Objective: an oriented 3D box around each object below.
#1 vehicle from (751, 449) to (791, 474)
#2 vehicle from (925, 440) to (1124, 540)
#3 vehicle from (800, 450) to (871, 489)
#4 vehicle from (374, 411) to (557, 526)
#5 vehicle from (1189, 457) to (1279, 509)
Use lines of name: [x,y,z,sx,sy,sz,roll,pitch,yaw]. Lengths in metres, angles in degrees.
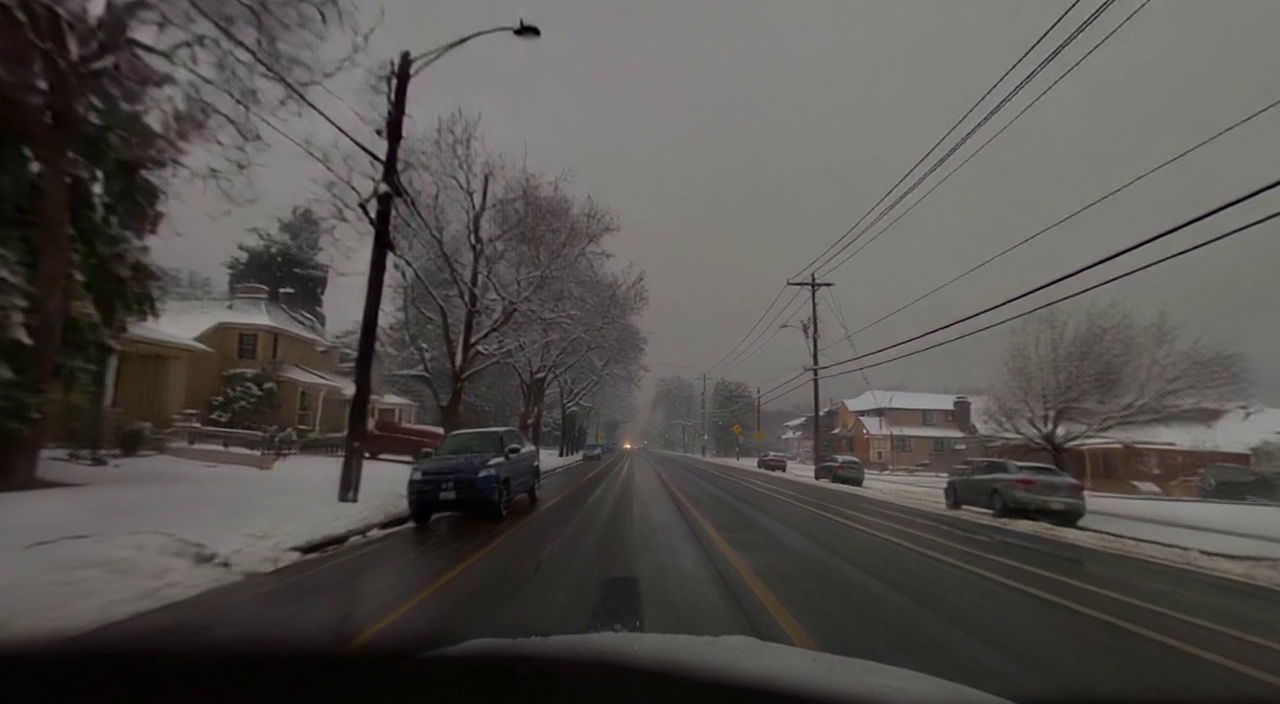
vehicle: [9.490,7.966,46.045,1.930,1.456,4.511,8,-8,2]
vehicle: [9.595,3.390,16.325,2.156,1.882,4.790,8,-8,1]
vehicle: [9.613,5.787,31.495,1.977,1.495,4.800,8,-8,1]
vehicle: [-3.303,2.375,13.489,2.290,1.924,5.536,0,-8,0]
vehicle: [22.313,4.537,22.110,4.172,1.630,2.112,0,-9,-2]
